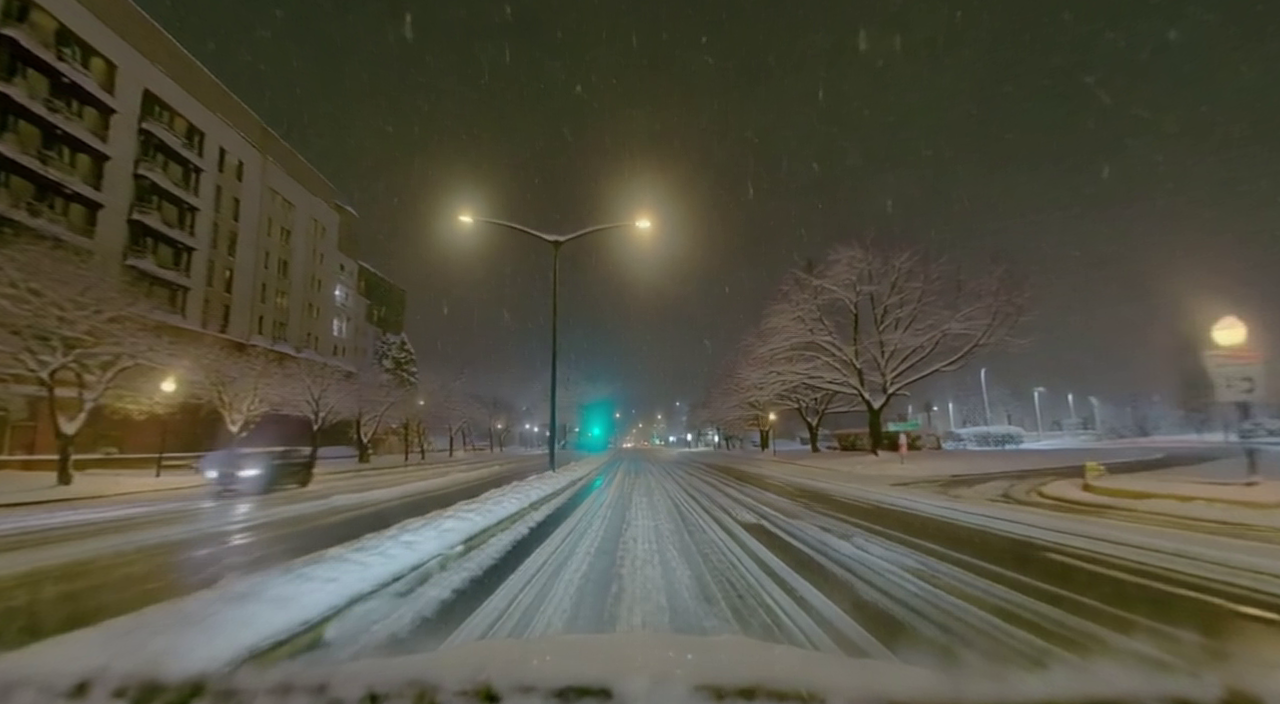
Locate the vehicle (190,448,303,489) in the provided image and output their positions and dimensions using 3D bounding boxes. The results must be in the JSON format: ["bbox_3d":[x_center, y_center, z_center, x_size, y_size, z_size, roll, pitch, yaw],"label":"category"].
[{"bbox_3d":[-16.163,4.780,26.283,1.908,1.492,4.285,0,-9,0],"label":"vehicle"}]
